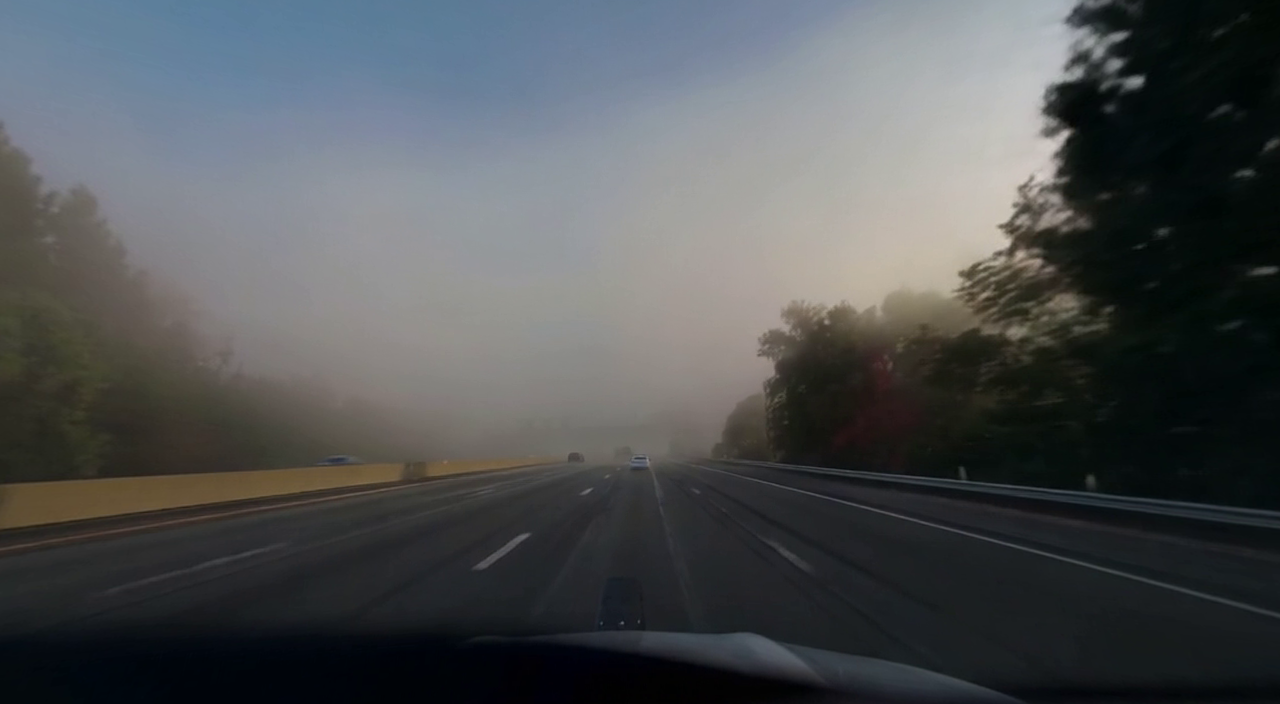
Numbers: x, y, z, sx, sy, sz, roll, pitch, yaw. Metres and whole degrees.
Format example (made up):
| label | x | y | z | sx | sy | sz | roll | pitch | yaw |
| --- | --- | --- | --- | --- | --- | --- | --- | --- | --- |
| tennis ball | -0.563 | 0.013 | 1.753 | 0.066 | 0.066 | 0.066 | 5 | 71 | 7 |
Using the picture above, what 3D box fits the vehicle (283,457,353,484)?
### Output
| label | x | y | z | sx | sy | sz | roll | pitch | yaw |
| --- | --- | --- | --- | --- | --- | --- | --- | --- | --- |
| vehicle | -19.248 | 7.081 | 37.865 | 1.833 | 1.416 | 4.504 | 0 | -9 | 0 |
